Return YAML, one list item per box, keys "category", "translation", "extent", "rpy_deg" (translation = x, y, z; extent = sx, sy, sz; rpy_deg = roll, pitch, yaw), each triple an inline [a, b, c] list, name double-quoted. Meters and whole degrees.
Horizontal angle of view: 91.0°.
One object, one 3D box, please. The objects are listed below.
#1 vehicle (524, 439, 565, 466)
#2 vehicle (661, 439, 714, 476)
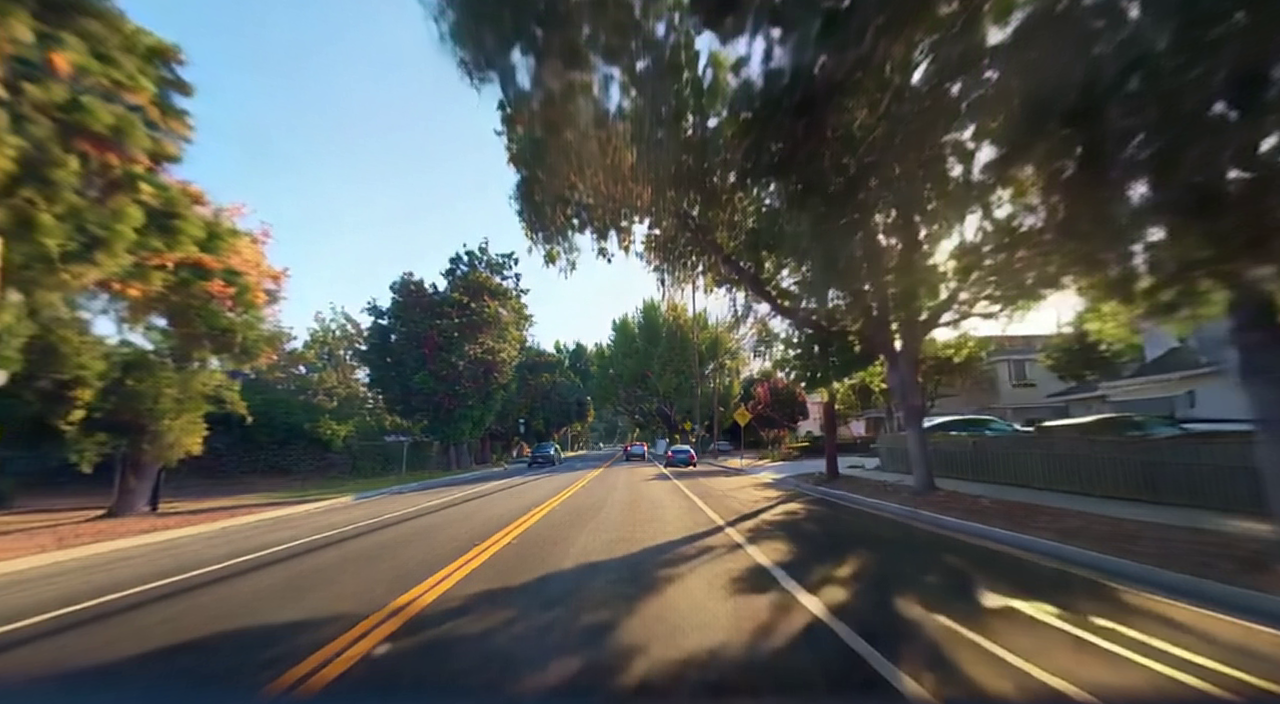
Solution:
- category: "vehicle"
  translation: [-7.138, 7.559, 47.494]
  extent: [2.352, 1.857, 4.690]
  rpy_deg: [0, -9, 0]
- category: "vehicle"
  translation: [2.032, 4.664, 28.018]
  extent: [1.975, 1.497, 3.647]
  rpy_deg: [0, -9, -2]
